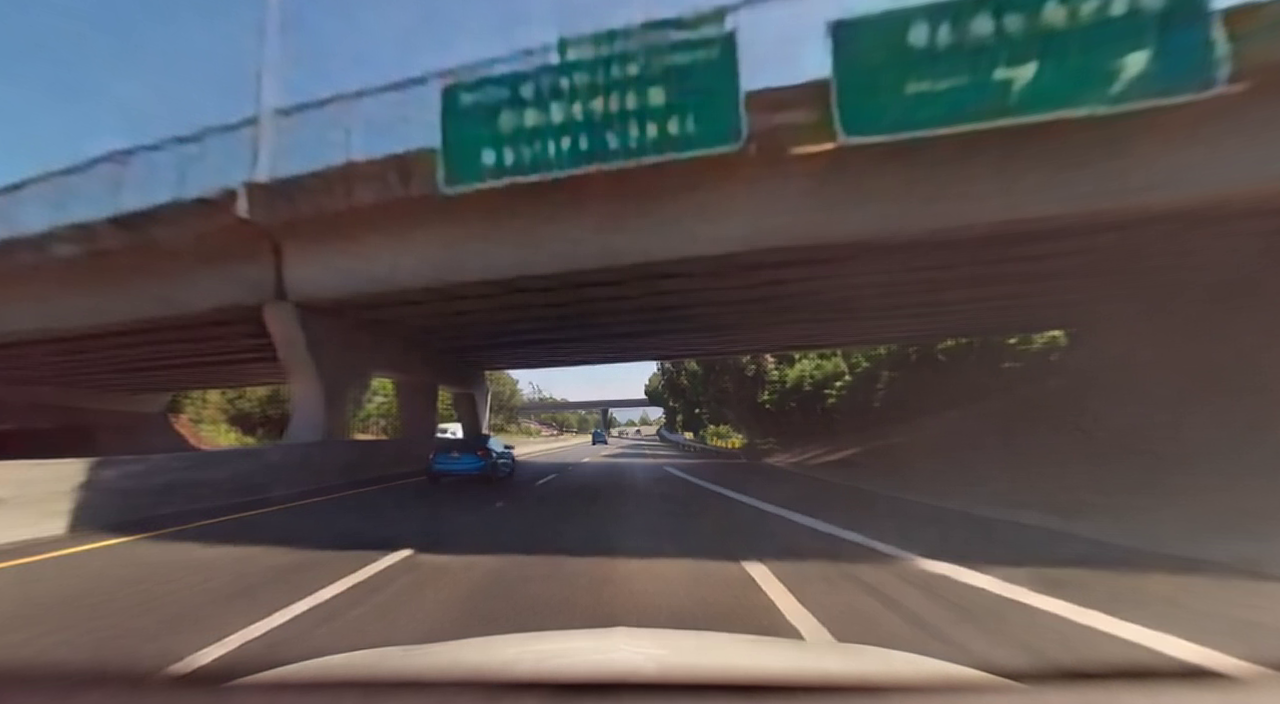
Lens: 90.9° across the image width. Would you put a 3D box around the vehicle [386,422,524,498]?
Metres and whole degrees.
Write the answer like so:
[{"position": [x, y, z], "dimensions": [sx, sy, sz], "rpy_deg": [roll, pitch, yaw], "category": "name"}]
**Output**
[{"position": [-4.431, 2.632, 15.939], "dimensions": [2.086, 1.624, 4.607], "rpy_deg": [0, -8, 0], "category": "vehicle"}]
